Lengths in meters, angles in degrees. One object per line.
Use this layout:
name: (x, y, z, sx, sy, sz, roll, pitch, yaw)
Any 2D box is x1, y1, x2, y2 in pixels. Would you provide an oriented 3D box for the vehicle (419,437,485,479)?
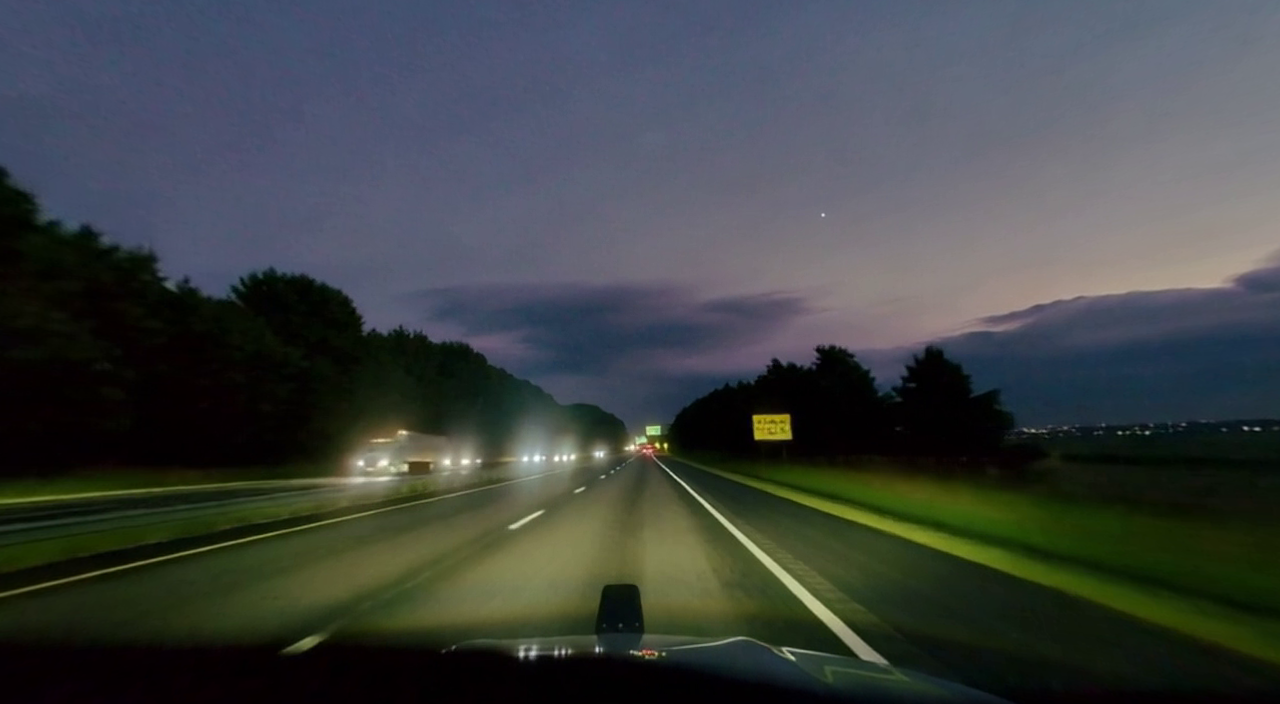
vehicle: (-11.712, 6.650, 39.745, 2.436, 2.436, 5.427, 0, -9, 1)

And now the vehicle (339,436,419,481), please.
vehicle: (-15.231, 6.269, 37.328, 2.186, 2.416, 5.733, 0, -9, 1)
